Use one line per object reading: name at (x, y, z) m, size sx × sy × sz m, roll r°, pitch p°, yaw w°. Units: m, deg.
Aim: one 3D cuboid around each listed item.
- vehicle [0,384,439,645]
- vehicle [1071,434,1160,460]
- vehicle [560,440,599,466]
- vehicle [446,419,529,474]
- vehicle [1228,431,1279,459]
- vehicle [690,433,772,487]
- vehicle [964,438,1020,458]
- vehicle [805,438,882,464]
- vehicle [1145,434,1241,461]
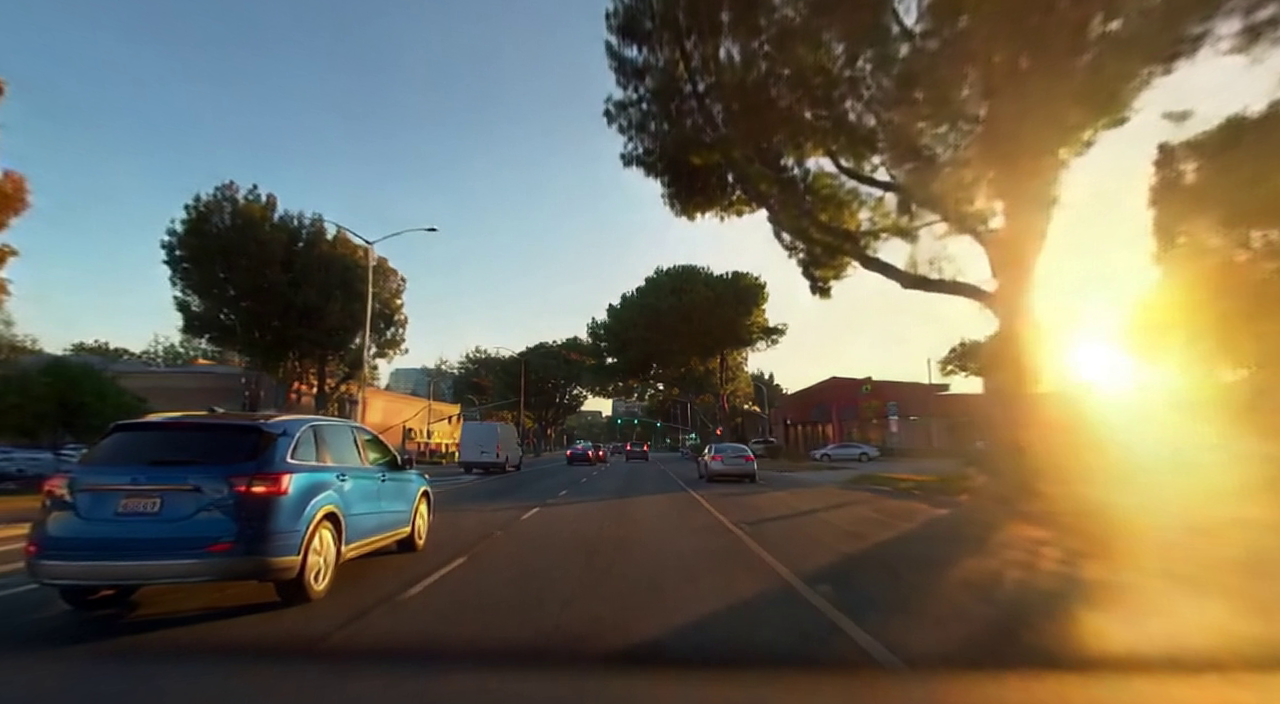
vehicle at (-3.787, 1.413, 6.448) m, size 2.038 × 1.748 × 4.303 m, roll 0°, pitch -9°, yaw -1°
vehicle at (28.099, 5.654, 37.363) m, size 1.760 × 1.431 × 4.343 m, roll 0°, pitch -9°, yaw -2°
vehicle at (-4.070, 6.869, 42.919) m, size 2.133 × 1.677 × 4.727 m, roll 0°, pitch -9°, yaw 0°
vehicle at (-7.766, 4.948, 32.945) m, size 2.863 × 2.592 × 6.410 m, roll 0°, pitch -9°, yaw -1°
vehicle at (38.140, 5.583, 37.732) m, size 1.812 × 1.641 × 3.875 m, roll 1°, pitch -9°, yaw -2°
vehicle at (3.221, 3.965, 23.414) m, size 2.167 × 1.792 × 4.835 m, roll 0°, pitch -9°, yaw -2°
vehicle at (27.725, 7.608, 49.755) m, size 1.768 × 1.460 × 4.677 m, roll 0°, pitch -9°, yaw 0°
vehicle at (14.450, 7.056, 44.893) m, size 4.626 × 1.562 × 2.159 m, roll -2°, pitch -9°, yaw -3°
vehicle at (33.230, 5.780, 37.999) m, size 1.817 × 1.503 × 4.238 m, roll 0°, pitch -9°, yaw -1°
